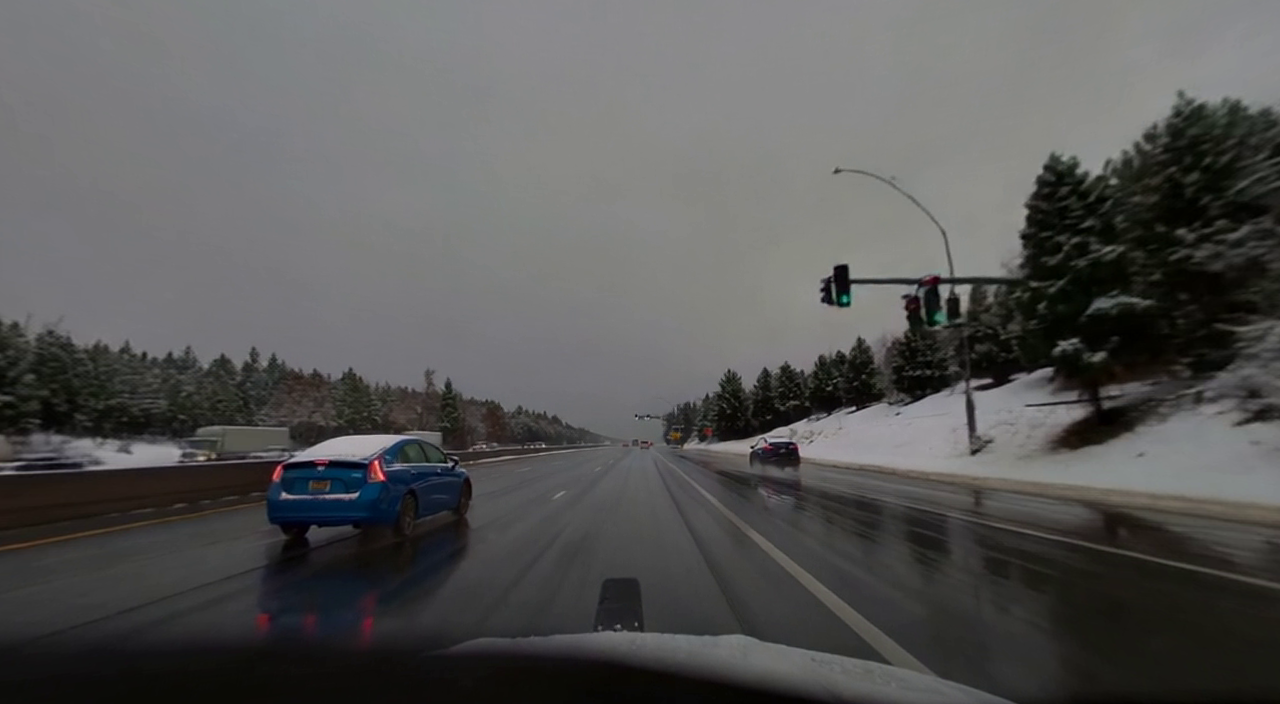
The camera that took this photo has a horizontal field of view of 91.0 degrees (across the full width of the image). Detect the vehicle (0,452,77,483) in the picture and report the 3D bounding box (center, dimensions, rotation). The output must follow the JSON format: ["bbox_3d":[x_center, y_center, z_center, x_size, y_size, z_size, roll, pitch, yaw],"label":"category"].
[{"bbox_3d":[-32.522,6.076,33.309,1.749,1.472,3.987,0,-9,-1],"label":"vehicle"}]

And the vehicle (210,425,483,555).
[{"bbox_3d":[-4.027,1.959,9.703,1.987,1.516,4.478,0,-9,1],"label":"vehicle"}]

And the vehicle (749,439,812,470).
[{"bbox_3d":[7.257,5.354,32.953,2.049,1.481,4.774,0,-9,-2],"label":"vehicle"}]
